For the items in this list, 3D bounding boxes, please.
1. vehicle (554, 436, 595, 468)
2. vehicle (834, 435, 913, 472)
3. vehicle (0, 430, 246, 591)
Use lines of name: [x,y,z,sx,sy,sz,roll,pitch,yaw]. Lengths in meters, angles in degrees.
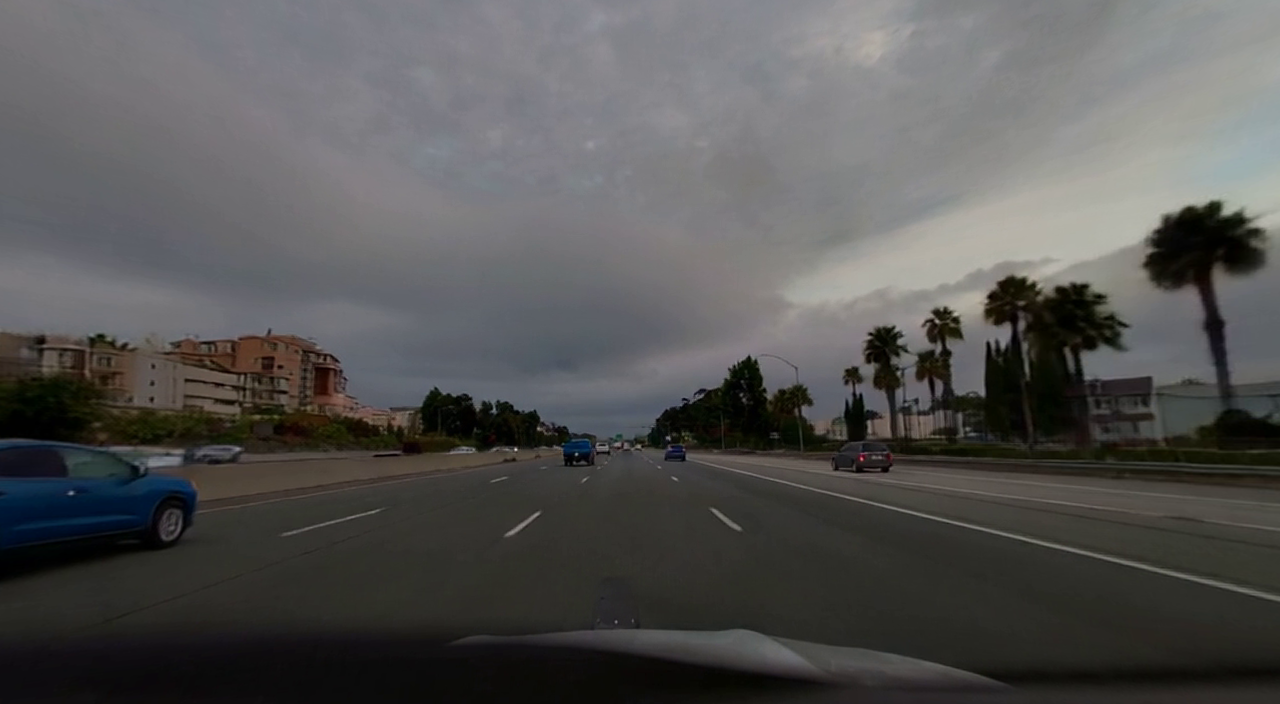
vehicle: [-4.319,6.697,42.261,2.225,1.967,4.673,0,-9,0]
vehicle: [11.971,5.251,32.750,2.168,1.792,4.457,0,-9,-3]
vehicle: [-6.944,1.640,6.936,2.018,1.480,4.999,0,-9,0]
